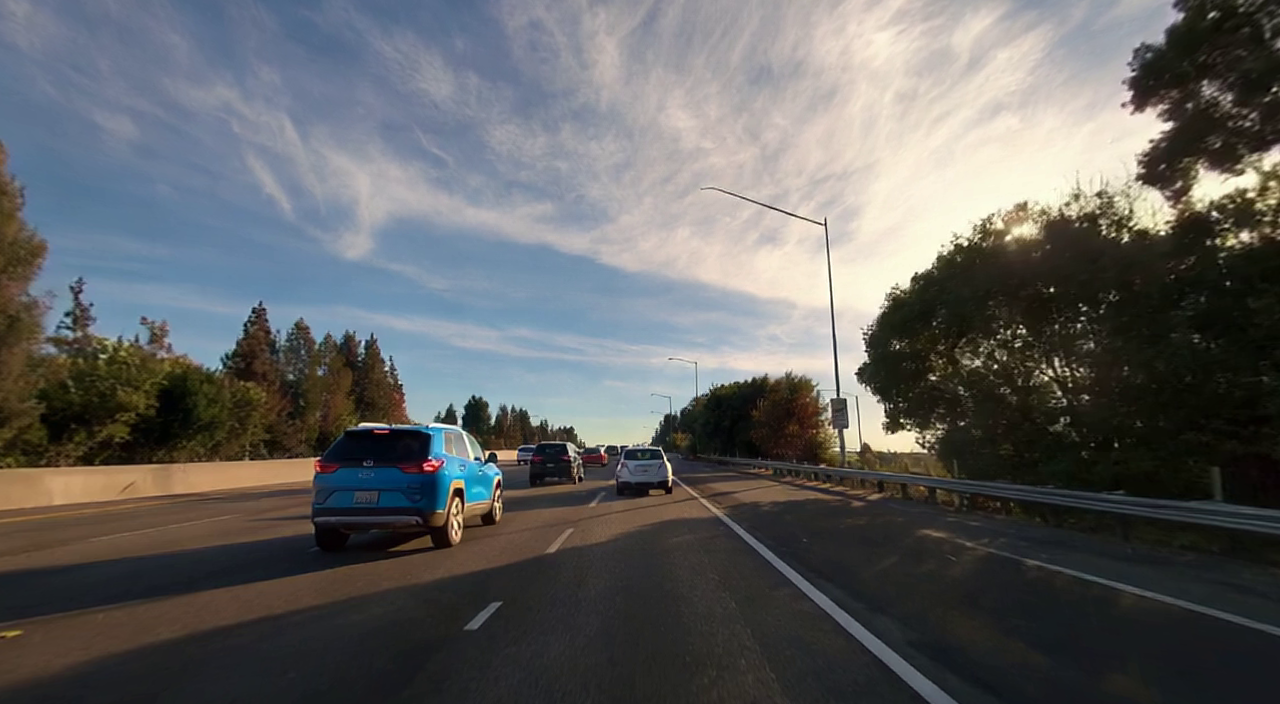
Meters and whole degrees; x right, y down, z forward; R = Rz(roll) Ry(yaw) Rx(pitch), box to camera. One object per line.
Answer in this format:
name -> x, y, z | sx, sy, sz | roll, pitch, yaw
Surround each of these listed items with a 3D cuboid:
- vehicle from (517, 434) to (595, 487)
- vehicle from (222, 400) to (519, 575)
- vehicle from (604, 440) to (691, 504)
vehicle -> -3.028, 4.053, 23.753 | 2.125, 1.771, 4.721 | 0, -9, 2
vehicle -> -3.206, 1.713, 8.653 | 2.123, 1.798, 4.108 | 0, -9, 2
vehicle -> 0.151, 3.175, 17.056 | 2.068, 1.488, 4.045 | 0, -9, 0
